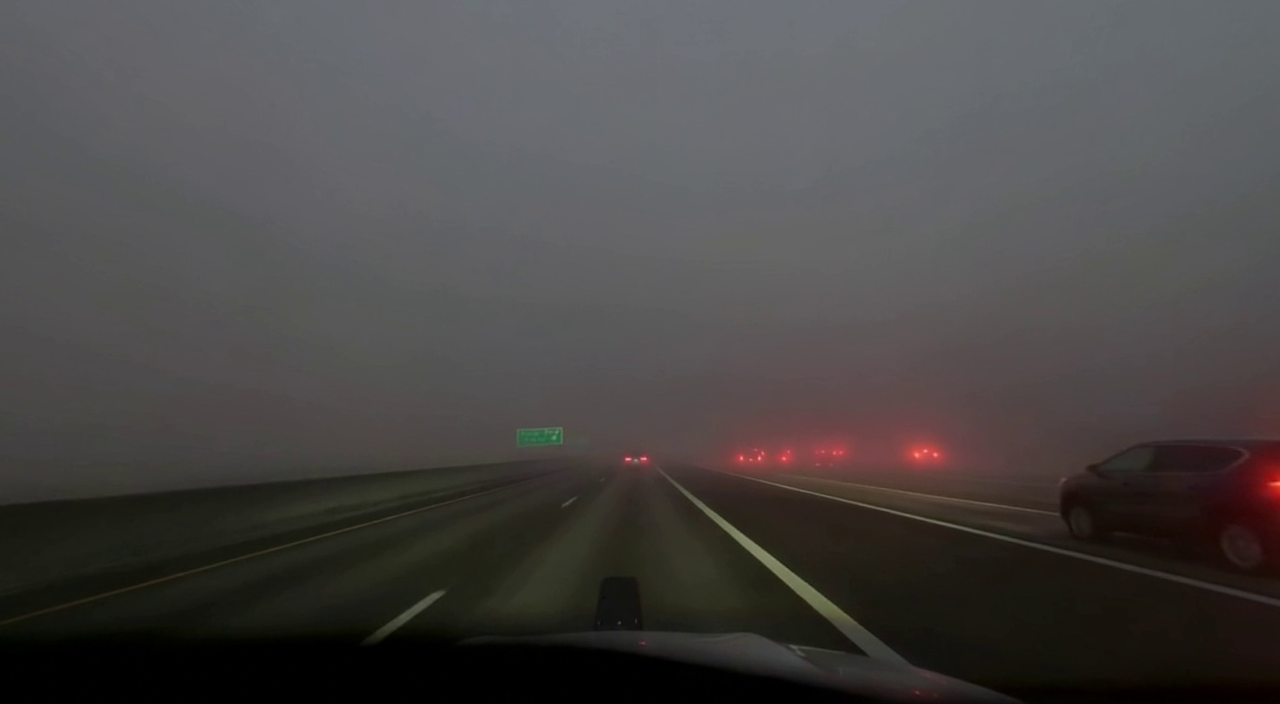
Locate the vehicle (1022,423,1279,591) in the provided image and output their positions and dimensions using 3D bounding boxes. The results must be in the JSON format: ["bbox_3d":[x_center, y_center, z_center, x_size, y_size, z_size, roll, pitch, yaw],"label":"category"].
[{"bbox_3d":[6.895,1.649,7.236,2.008,1.533,4.592,0,-9,-1],"label":"vehicle"}]

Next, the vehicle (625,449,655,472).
[{"bbox_3d":[-0.014,7.783,45.091,2.025,1.526,4.181,0,-9,0],"label":"vehicle"}]

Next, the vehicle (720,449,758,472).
[{"bbox_3d":[6.786,7.435,43.276,1.941,1.485,3.701,0,-9,-1],"label":"vehicle"}]
